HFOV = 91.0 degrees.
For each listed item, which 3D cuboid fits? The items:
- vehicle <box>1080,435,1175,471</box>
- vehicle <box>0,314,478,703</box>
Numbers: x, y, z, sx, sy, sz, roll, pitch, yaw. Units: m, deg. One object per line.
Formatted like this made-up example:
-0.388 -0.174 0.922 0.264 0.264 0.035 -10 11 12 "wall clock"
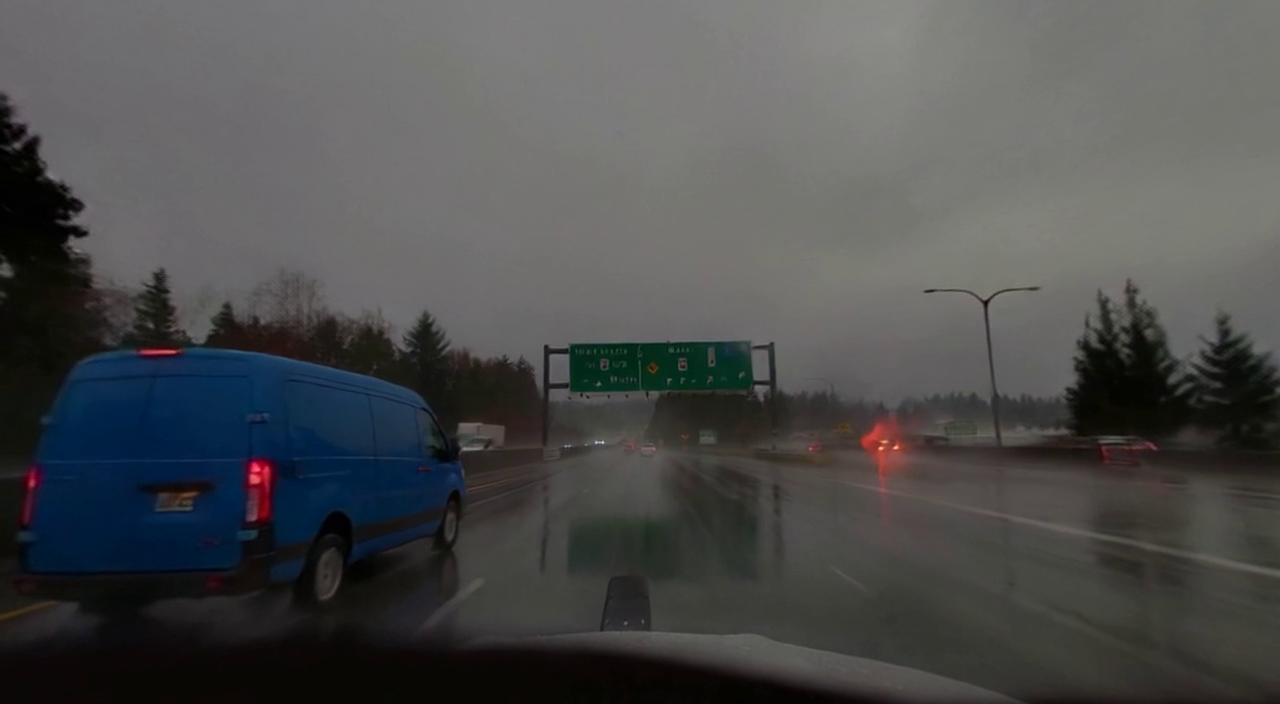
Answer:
21.573 4.476 28.018 1.859 1.498 3.547 -2 -8 12 "vehicle"
-3.249 1.121 5.619 2.281 2.025 4.586 0 -8 1 "vehicle"
